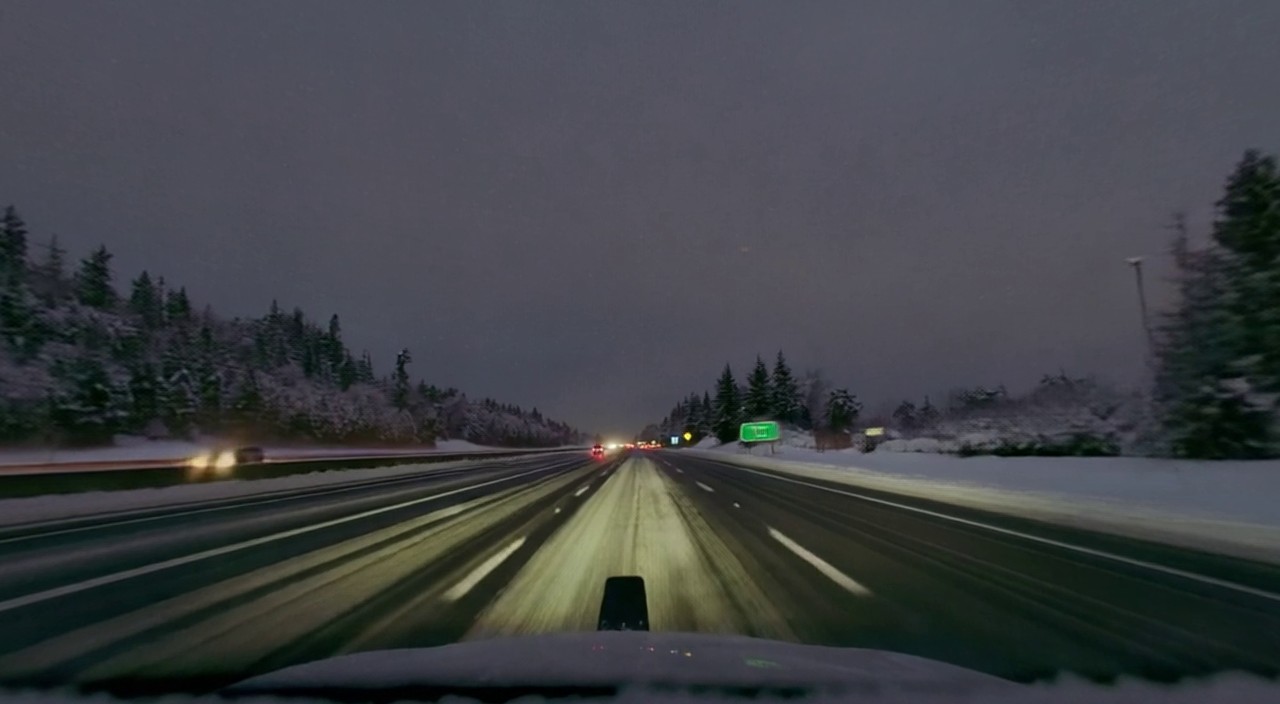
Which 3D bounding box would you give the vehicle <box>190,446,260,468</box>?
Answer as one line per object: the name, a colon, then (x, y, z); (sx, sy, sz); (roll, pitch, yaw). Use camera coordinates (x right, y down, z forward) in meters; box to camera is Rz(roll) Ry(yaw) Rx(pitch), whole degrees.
vehicle: (-30.168, 7.617, 46.027); (2.015, 1.482, 4.484); (0, -8, 0)
